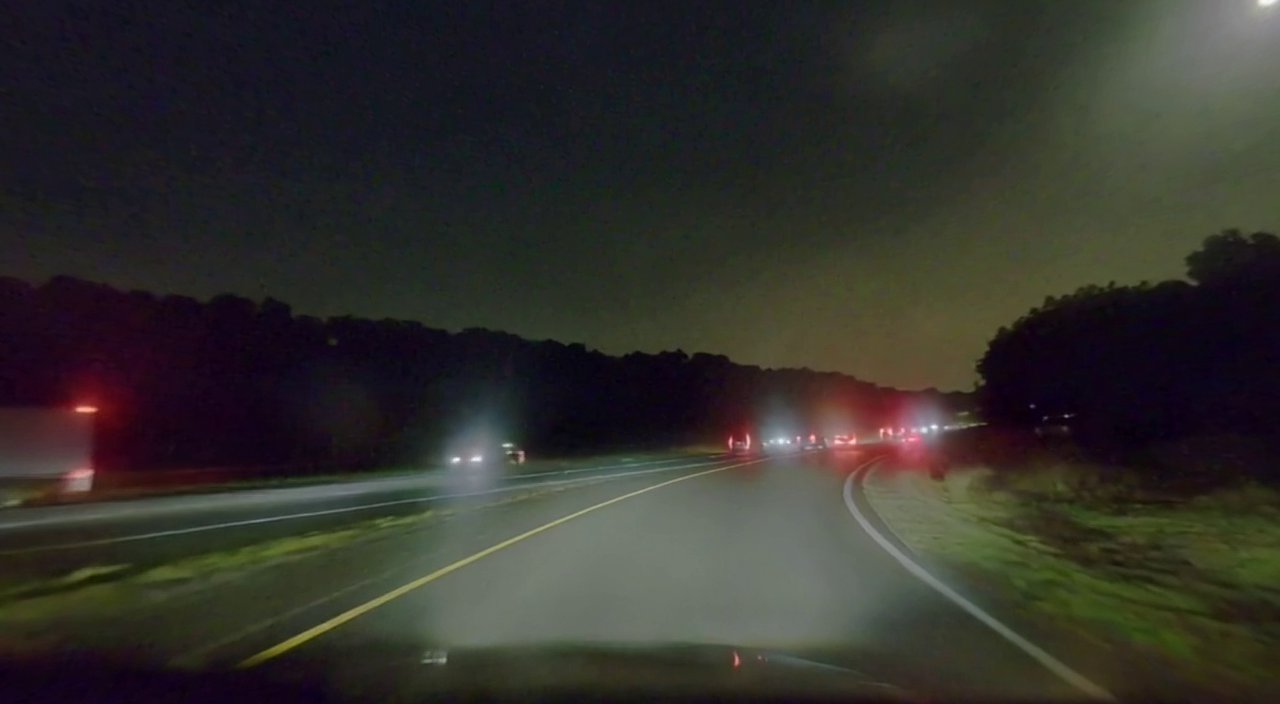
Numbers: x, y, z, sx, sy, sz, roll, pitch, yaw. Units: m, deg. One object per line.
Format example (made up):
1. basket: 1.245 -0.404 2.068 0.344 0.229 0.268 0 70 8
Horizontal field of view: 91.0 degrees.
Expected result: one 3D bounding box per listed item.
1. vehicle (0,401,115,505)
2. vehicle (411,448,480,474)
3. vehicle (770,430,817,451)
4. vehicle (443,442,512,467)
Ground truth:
1. vehicle: -26.748 3.366 20.560 2.888 3.781 14.258 -6 -10 32
2. vehicle: -11.364 6.361 36.940 1.655 1.352 3.591 -6 -10 31
3. vehicle: 12.123 6.970 49.556 2.135 1.579 4.843 -6 -10 31
4. vehicle: -11.462 7.246 44.696 1.993 1.677 4.668 -6 -10 31
